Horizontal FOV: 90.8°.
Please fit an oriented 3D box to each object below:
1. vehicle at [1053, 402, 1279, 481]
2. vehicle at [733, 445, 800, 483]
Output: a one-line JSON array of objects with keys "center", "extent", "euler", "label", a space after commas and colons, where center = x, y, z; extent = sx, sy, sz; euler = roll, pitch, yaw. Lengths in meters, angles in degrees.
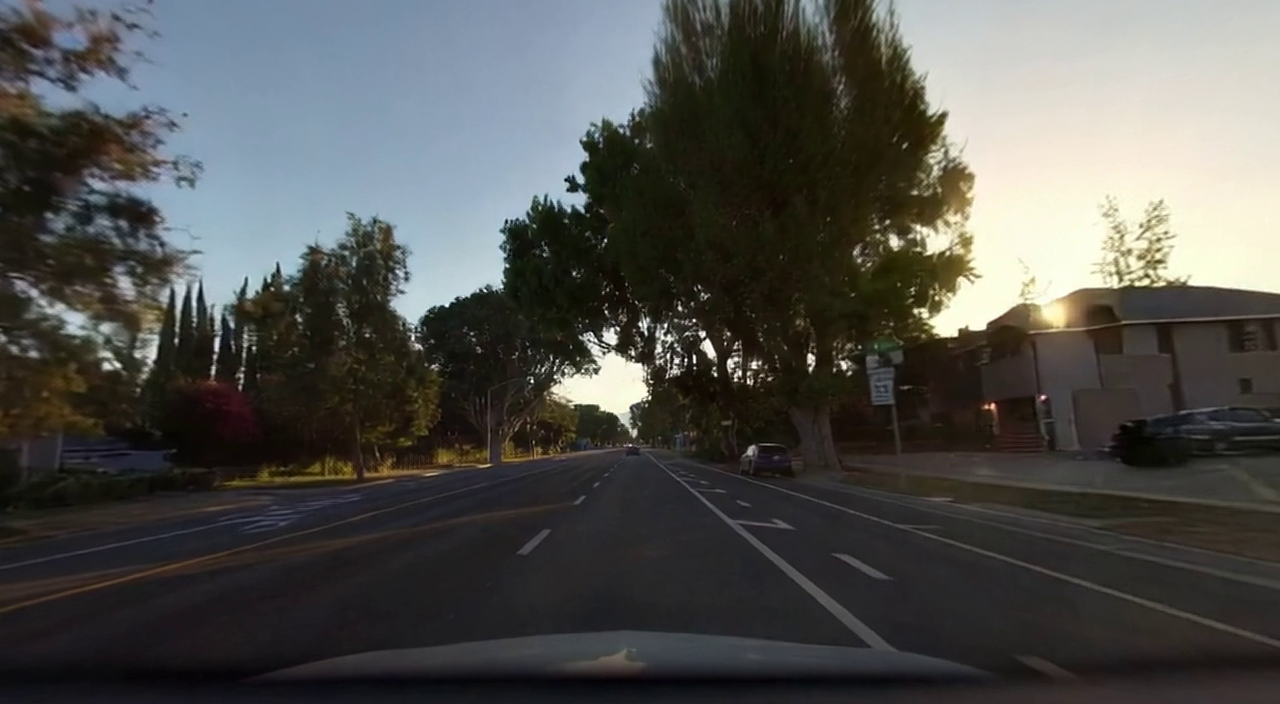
[{"center": [15.245, 2.572, 18.115], "extent": [5.136, 1.795, 2.244], "euler": [-3, -9, -3], "label": "vehicle"}, {"center": [5.313, 4.764, 27.153], "extent": [1.984, 1.418, 4.709], "euler": [2, -9, 1], "label": "vehicle"}]
